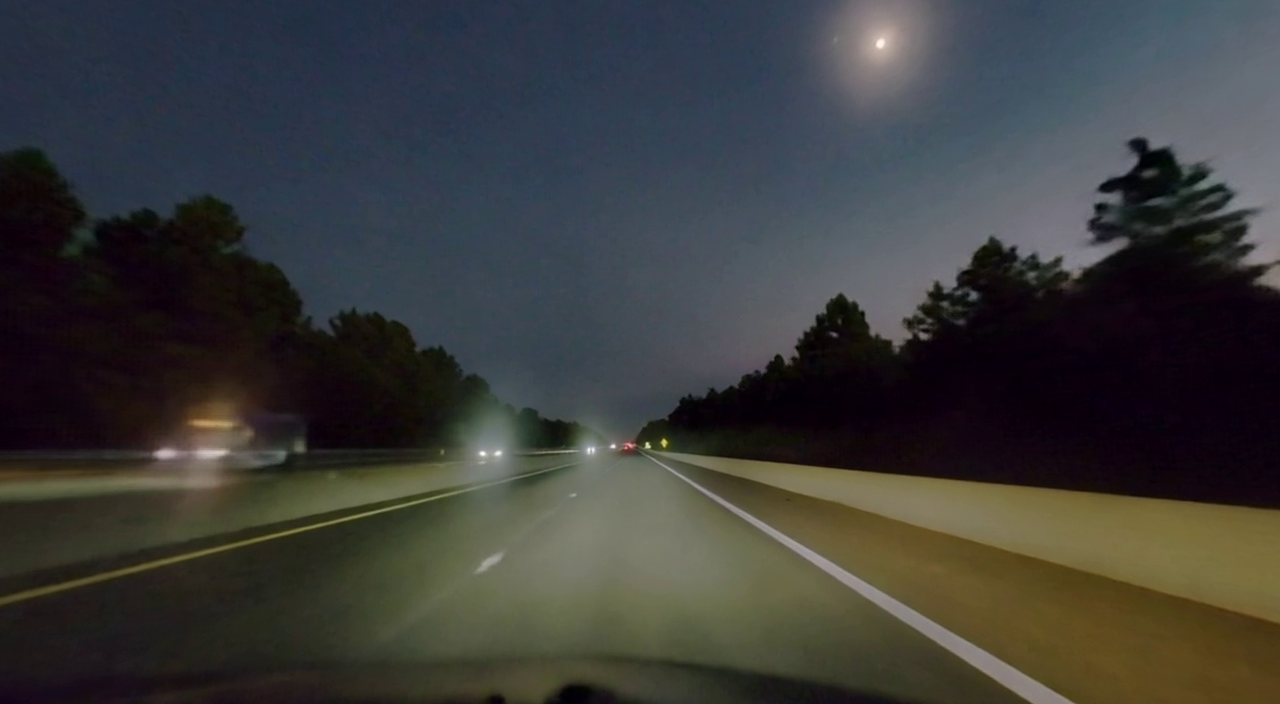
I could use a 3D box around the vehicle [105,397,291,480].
[{"bbox_3d":[-16.269,3.320,23.861,2.441,2.701,6.215,0,-9,0],"label":"vehicle"}]
